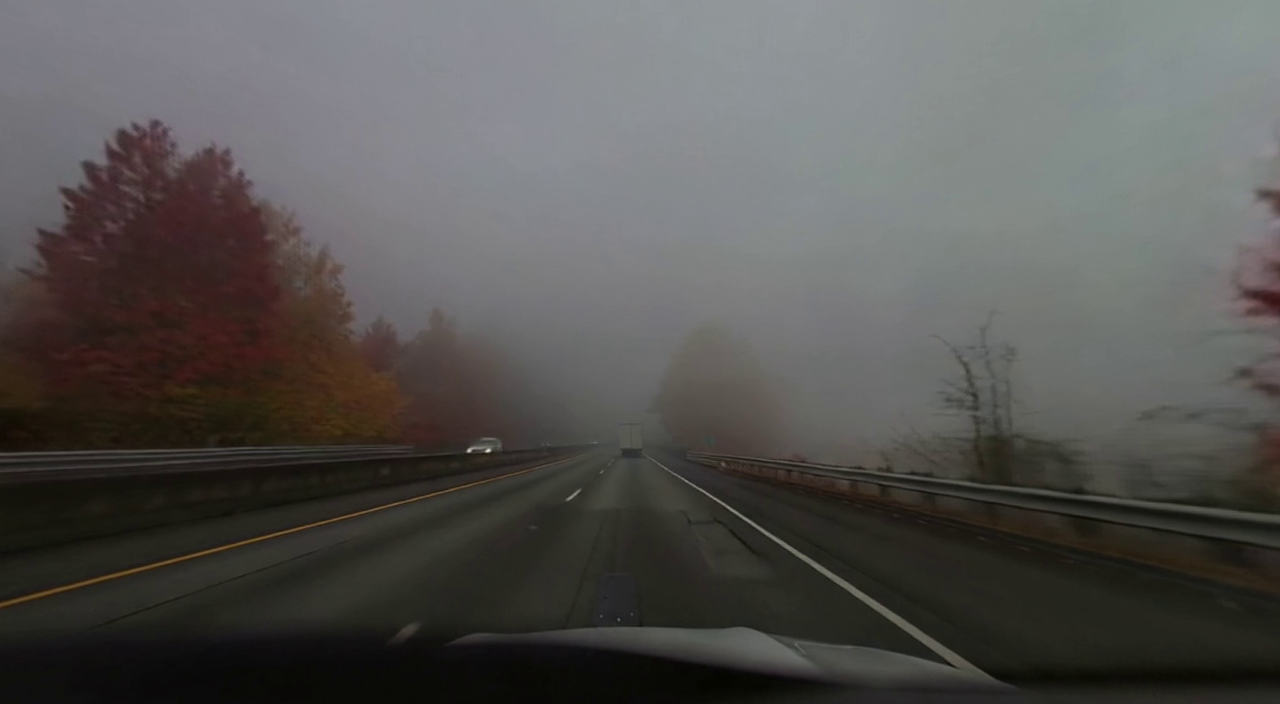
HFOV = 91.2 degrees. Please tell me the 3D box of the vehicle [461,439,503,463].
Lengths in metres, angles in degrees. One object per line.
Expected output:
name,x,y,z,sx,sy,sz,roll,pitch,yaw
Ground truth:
vehicle,-10.898,6.881,43.572,1.868,1.555,4.174,0,-9,0
